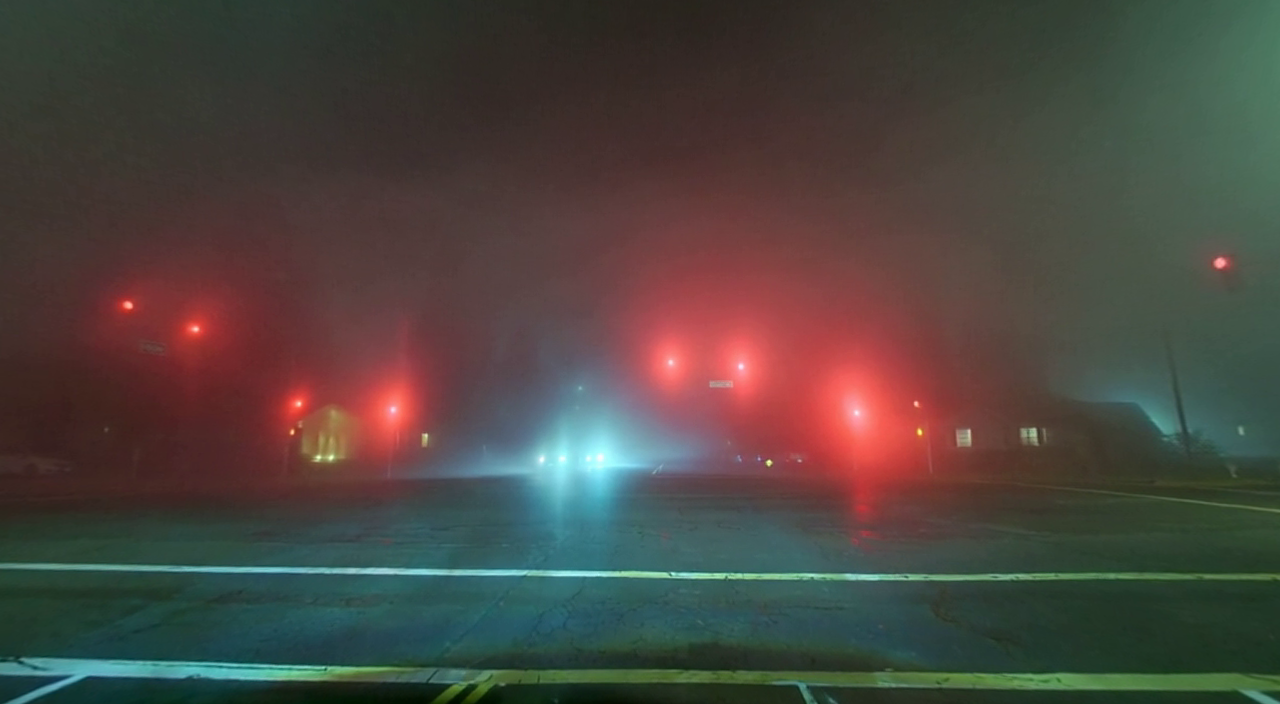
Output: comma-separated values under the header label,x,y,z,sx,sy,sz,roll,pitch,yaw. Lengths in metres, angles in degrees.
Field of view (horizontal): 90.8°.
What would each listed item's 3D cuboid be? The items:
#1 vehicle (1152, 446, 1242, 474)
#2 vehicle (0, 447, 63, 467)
label,x,y,z,sx,sy,sz,roll,pitch,yaw
vehicle,36.775,7.093,41.884,1.853,1.723,4.460,0,-9,-1
vehicle,-44.290,7.520,45.391,3.949,1.422,1.744,0,-9,1
